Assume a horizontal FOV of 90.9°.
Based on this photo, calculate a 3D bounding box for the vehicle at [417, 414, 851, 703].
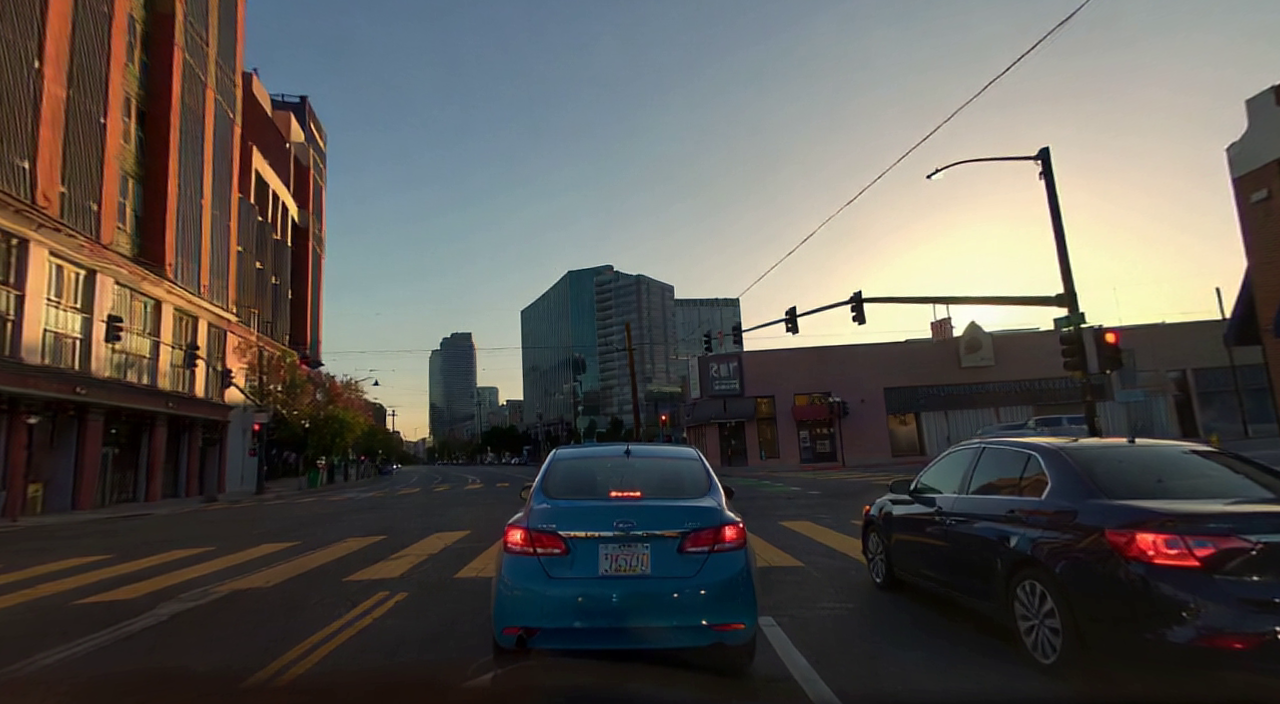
[{"bbox_3d":[-0.062,1.351,5.152,2.094,1.481,4.078,0,-8,-1],"label":"vehicle"}]

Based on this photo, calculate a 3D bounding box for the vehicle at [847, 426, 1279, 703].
[{"bbox_3d":[3.340,1.377,5.088,1.860,1.430,4.089,0,-8,-1],"label":"vehicle"}]
